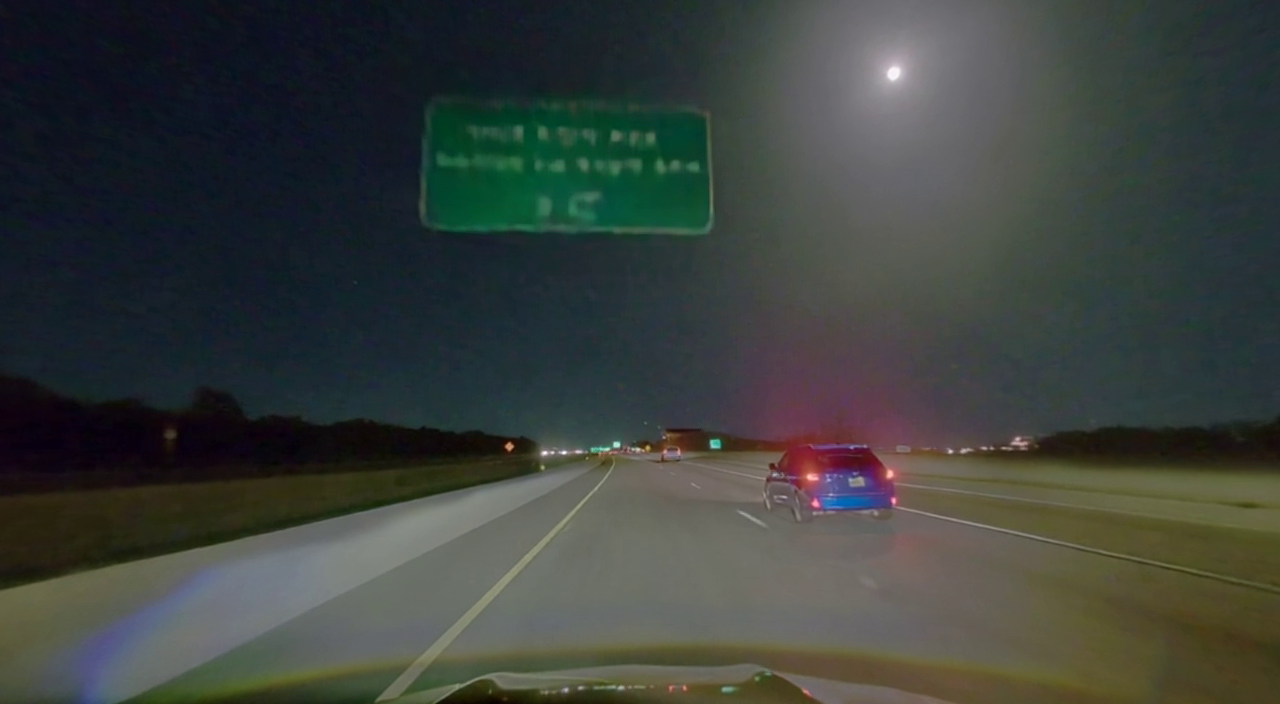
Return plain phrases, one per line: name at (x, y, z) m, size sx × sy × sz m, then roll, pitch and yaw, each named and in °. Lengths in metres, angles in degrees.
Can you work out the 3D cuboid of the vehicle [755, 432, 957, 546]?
vehicle at (3.495, 2.297, 11.170) m, size 2.002 × 1.604 × 4.265 m, roll 0°, pitch -9°, yaw -1°
